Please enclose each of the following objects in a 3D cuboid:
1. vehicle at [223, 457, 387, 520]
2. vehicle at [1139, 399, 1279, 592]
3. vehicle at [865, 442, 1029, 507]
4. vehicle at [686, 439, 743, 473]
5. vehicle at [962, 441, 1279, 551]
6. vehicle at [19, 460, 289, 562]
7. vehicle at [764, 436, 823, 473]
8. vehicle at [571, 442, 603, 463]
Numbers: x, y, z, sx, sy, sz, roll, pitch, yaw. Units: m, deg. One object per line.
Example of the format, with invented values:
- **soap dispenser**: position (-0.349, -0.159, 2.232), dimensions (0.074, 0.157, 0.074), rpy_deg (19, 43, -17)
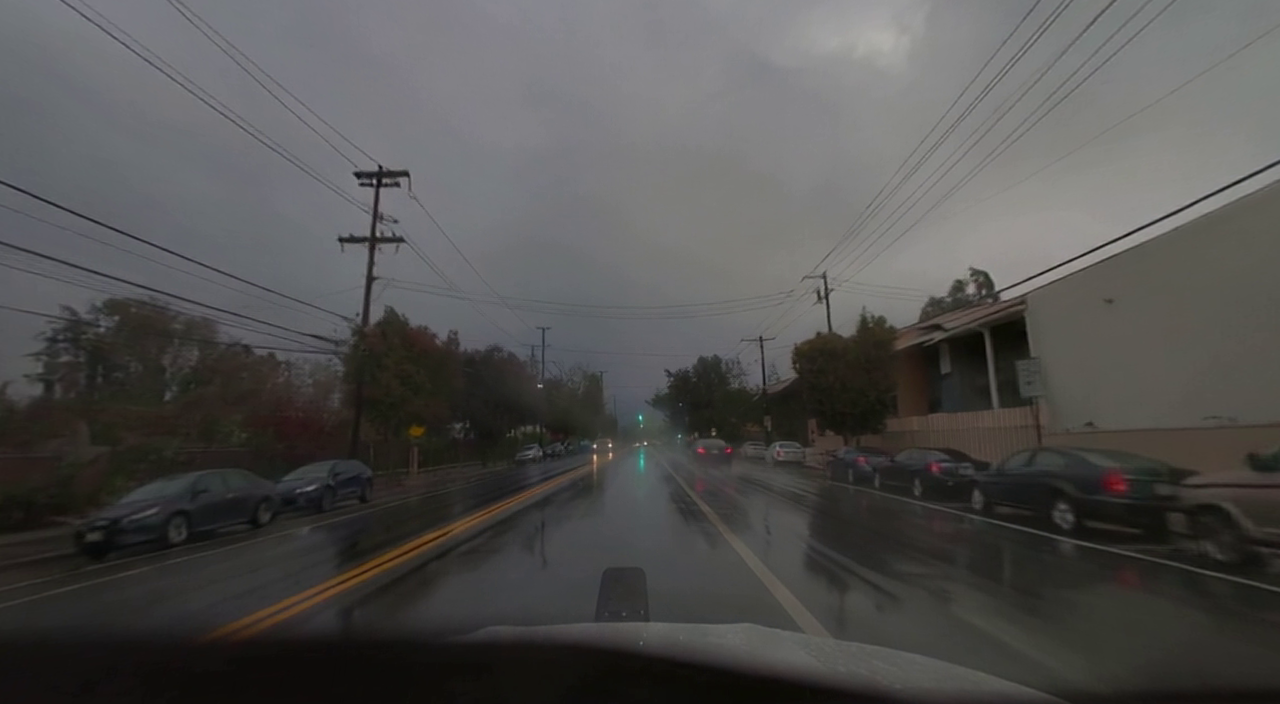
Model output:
- **vehicle**: position (-9.340, 3.801, 18.174), dimensions (2.117, 1.474, 4.740), rpy_deg (0, -9, 0)
- **vehicle**: position (7.625, 1.256, 5.084), dimensions (2.250, 1.935, 6.052), rpy_deg (0, -9, 0)
- **vehicle**: position (7.892, 3.164, 16.831), dimensions (2.093, 1.472, 4.434), rpy_deg (0, -9, -1)
- **vehicle**: position (3.519, 5.029, 30.643), dimensions (2.059, 1.489, 4.629), rpy_deg (0, -9, -2)
- **vehicle**: position (7.687, 2.265, 10.709), dimensions (1.943, 1.441, 4.494), rpy_deg (0, -9, -2)
- **vehicle**: position (-9.426, 3.057, 12.859), dimensions (1.944, 1.524, 4.404), rpy_deg (-2, -9, 1)
- **vehicle**: position (7.939, 5.354, 33.086), dimensions (1.879, 1.765, 4.339), rpy_deg (0, -9, -1)
- **vehicle**: position (-4.028, 7.704, 48.404), dimensions (1.989, 1.474, 4.112), rpy_deg (-1, -9, 2)
